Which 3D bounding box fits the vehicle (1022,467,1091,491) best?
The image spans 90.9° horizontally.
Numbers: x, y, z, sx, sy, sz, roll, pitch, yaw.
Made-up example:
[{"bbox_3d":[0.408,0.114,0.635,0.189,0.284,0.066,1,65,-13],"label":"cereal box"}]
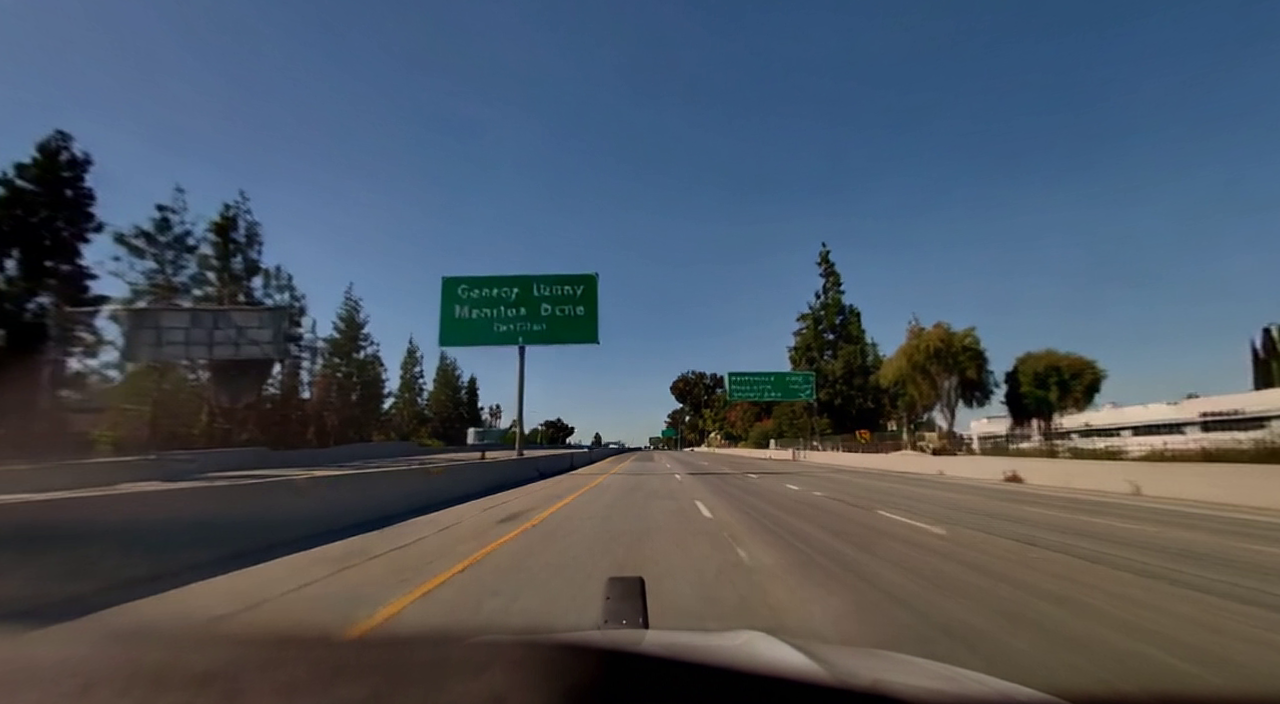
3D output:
[{"bbox_3d":[29.448,8.973,44.772,1.909,1.461,4.719,-1,-9,3],"label":"vehicle"}]
